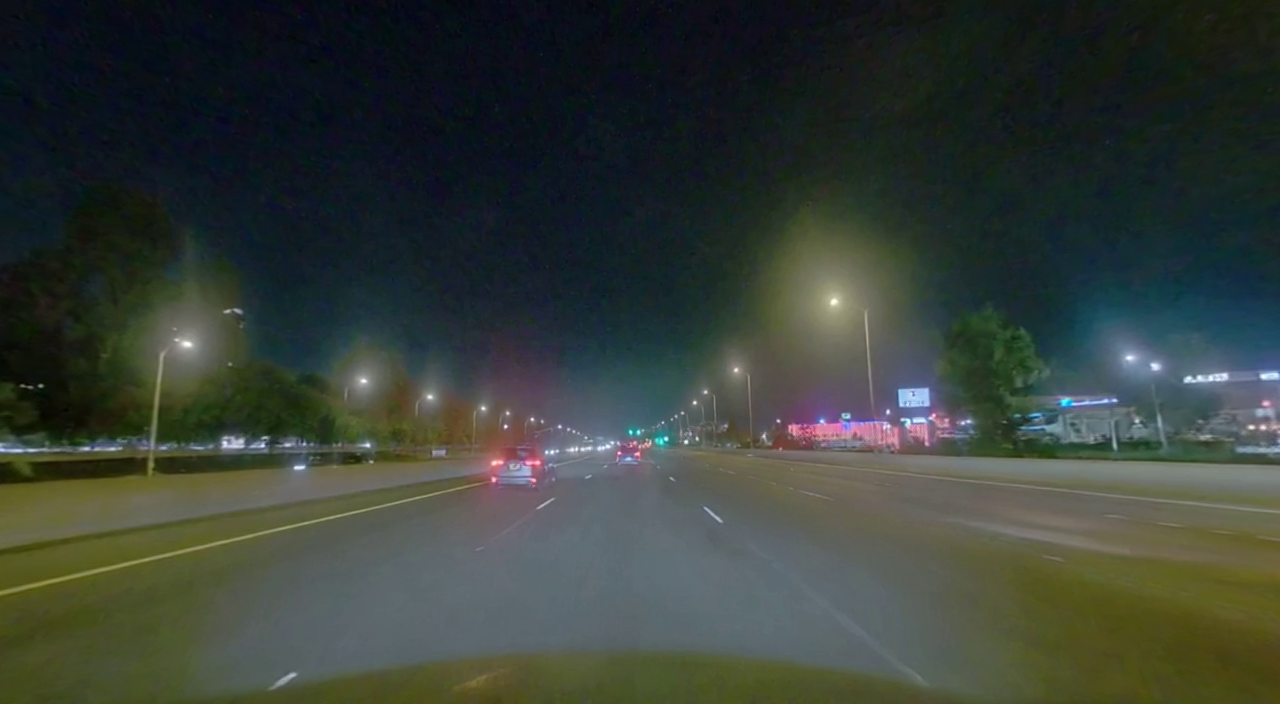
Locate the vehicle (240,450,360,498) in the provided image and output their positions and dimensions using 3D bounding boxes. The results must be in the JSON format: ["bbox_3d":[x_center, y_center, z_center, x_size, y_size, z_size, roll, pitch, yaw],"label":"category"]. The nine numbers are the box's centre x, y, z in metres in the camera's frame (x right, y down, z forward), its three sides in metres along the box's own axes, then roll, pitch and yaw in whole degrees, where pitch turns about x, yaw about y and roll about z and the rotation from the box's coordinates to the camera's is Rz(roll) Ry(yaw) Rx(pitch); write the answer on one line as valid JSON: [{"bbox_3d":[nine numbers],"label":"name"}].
[{"bbox_3d":[-13.945,4.975,26.257,2.404,1.723,4.354,0,-8,2],"label":"vehicle"}]

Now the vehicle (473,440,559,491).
[{"bbox_3d":[-3.908,3.666,20.782,1.886,1.465,4.625,0,-9,0],"label":"vehicle"}]

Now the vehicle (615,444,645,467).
[{"bbox_3d":[-0.708,7.178,43.898,1.997,1.485,4.094,0,-9,-1],"label":"vehicle"}]
